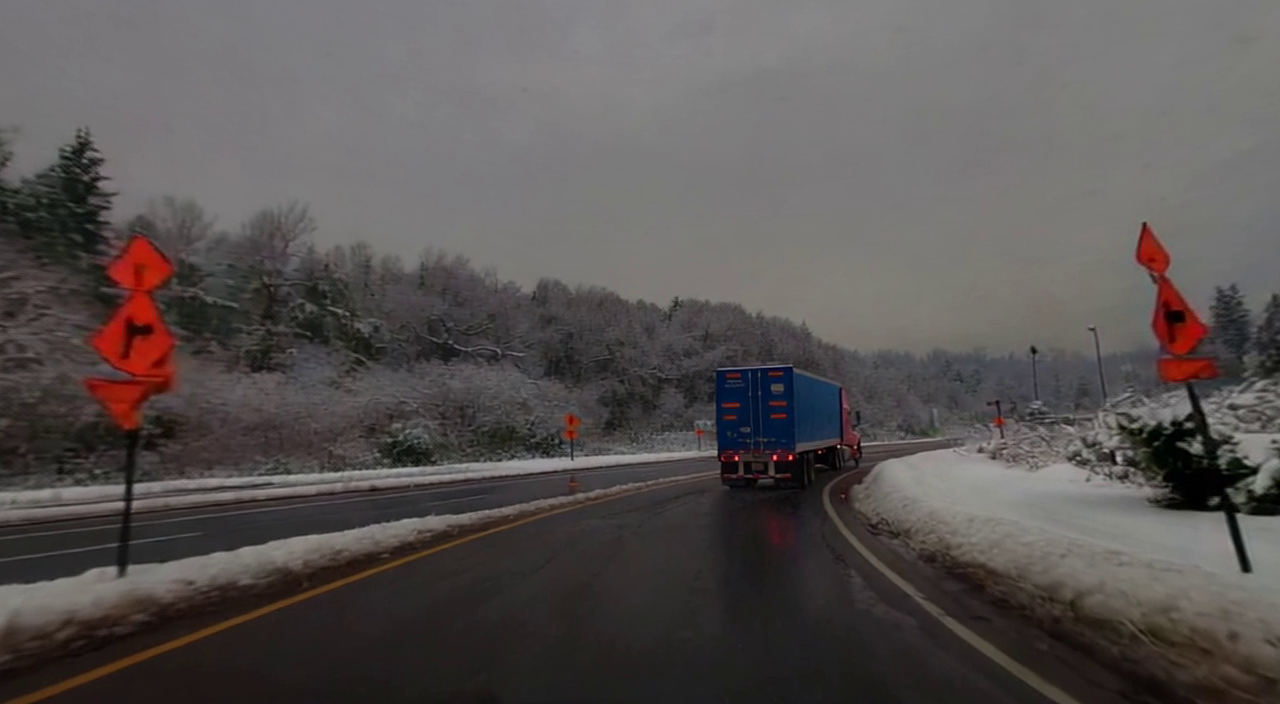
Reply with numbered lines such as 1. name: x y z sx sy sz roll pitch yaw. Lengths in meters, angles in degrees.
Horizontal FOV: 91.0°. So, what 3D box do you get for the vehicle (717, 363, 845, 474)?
1. vehicle: 6.046 2.807 25.457 2.937 3.647 9.344 -4 -9 25
